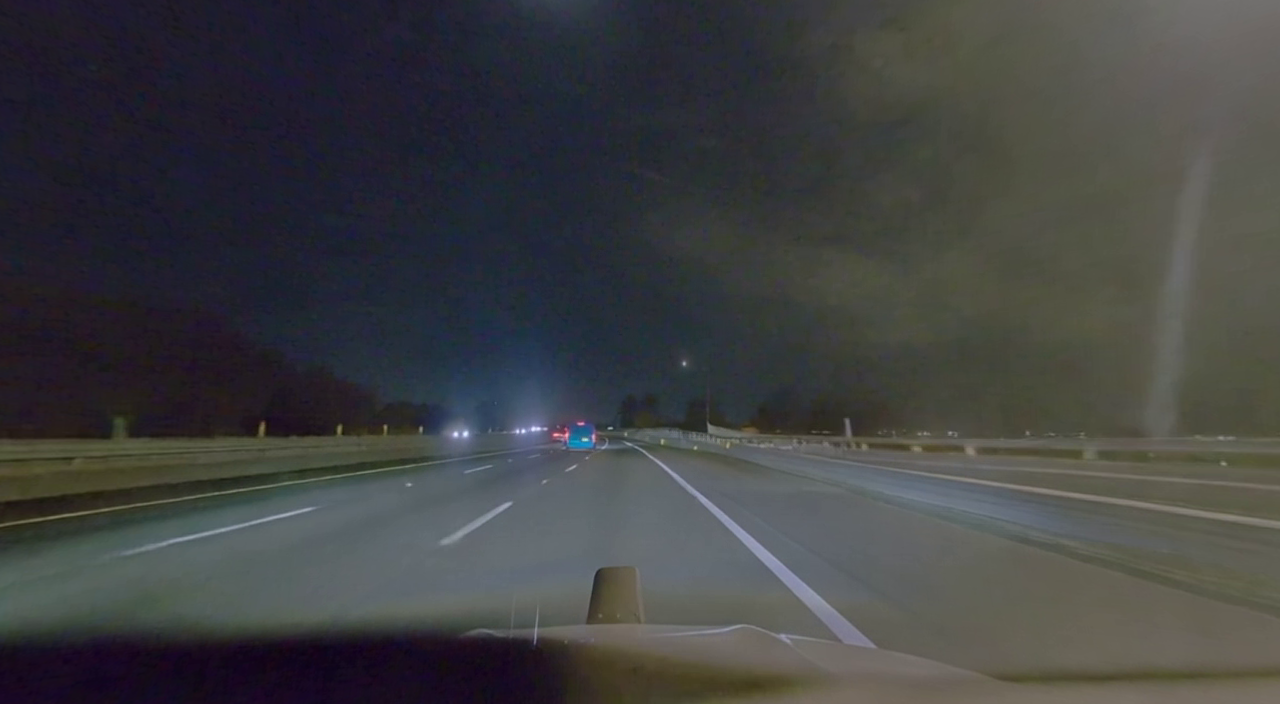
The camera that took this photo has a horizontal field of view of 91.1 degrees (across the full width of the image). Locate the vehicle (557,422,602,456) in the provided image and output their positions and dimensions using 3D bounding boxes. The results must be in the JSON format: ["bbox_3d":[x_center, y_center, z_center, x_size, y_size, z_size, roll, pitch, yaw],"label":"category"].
[{"bbox_3d":[-3.826,5.628,40.777,2.309,2.053,4.884,0,-8,1],"label":"vehicle"}]
